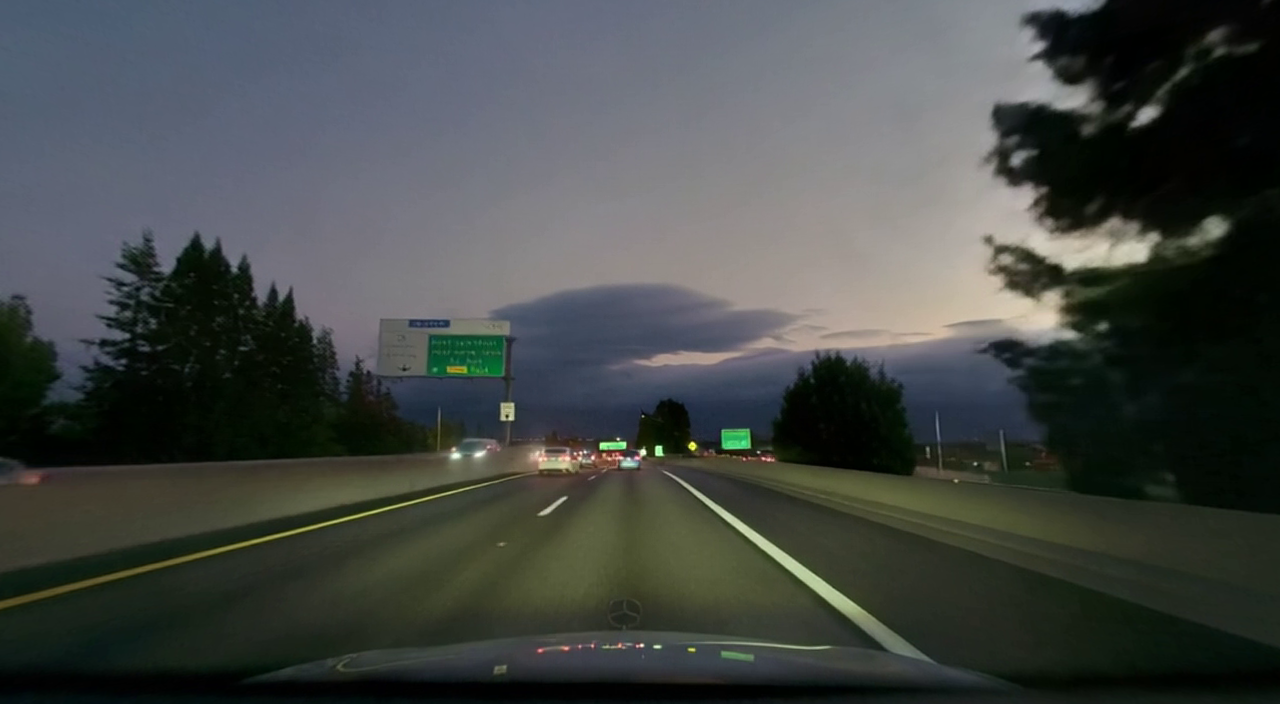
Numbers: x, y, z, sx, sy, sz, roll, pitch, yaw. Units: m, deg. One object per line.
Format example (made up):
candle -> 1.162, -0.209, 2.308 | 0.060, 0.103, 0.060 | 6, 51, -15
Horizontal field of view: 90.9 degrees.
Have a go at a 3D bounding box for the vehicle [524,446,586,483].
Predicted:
vehicle -> -3.732, 5.041, 28.538 | 2.067, 1.509, 4.551 | 0, -8, 1

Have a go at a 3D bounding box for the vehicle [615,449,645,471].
vehicle -> -0.722, 7.683, 45.137 | 2.100, 1.471, 3.956 | 0, -8, -1
